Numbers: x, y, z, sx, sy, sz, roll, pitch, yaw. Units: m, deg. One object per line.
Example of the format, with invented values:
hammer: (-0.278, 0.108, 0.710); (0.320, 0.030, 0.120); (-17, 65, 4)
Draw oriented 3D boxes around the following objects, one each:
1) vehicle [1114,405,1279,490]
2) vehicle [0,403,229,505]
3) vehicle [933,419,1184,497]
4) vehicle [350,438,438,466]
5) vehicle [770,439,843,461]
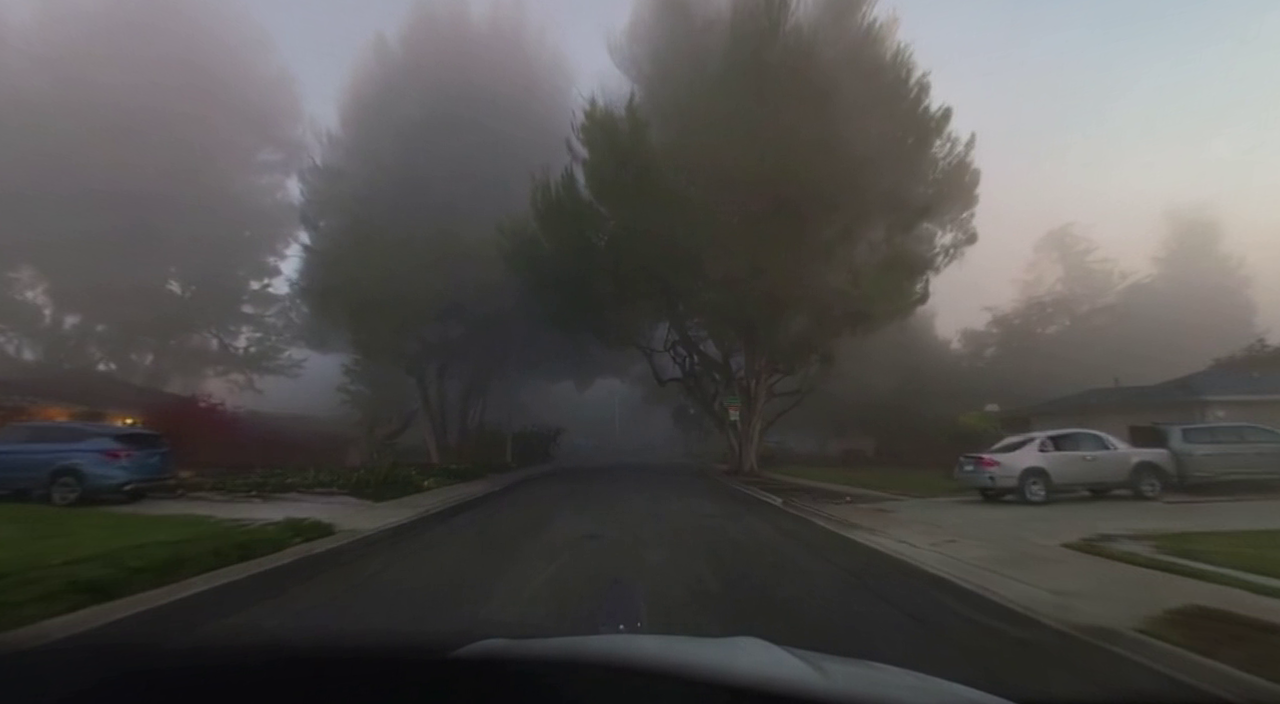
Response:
vehicle: (15.294, 2.384, 15.615); (5.395, 1.917, 2.153); (1, -9, -1)
vehicle: (-12.448, 2.169, 13.558); (5.618, 1.997, 2.201); (0, -8, -1)
vehicle: (9.814, 2.507, 15.142); (4.582, 1.719, 1.947); (0, -8, 0)
vehicle: (-13.768, 5.623, 35.546); (4.190, 1.529, 1.880); (0, -8, -4)
vehicle: (11.917, 7.032, 45.366); (4.686, 1.466, 1.869); (0, -8, -1)
